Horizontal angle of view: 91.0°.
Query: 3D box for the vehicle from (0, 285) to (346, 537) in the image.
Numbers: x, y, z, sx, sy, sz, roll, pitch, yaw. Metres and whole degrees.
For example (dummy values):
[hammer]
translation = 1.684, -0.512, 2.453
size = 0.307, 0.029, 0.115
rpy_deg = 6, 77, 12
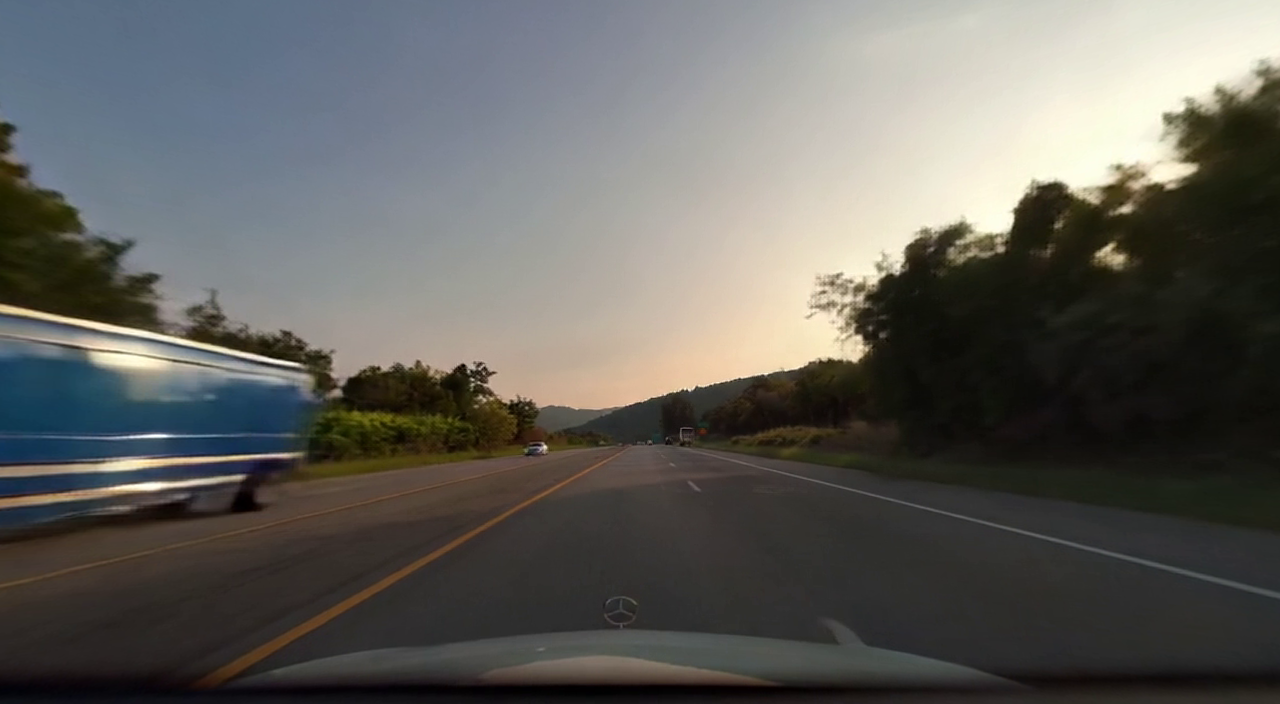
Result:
[vehicle]
translation = -11.549, 1.571, 14.559
size = 2.862, 3.946, 13.787
rpy_deg = 0, -8, 0
